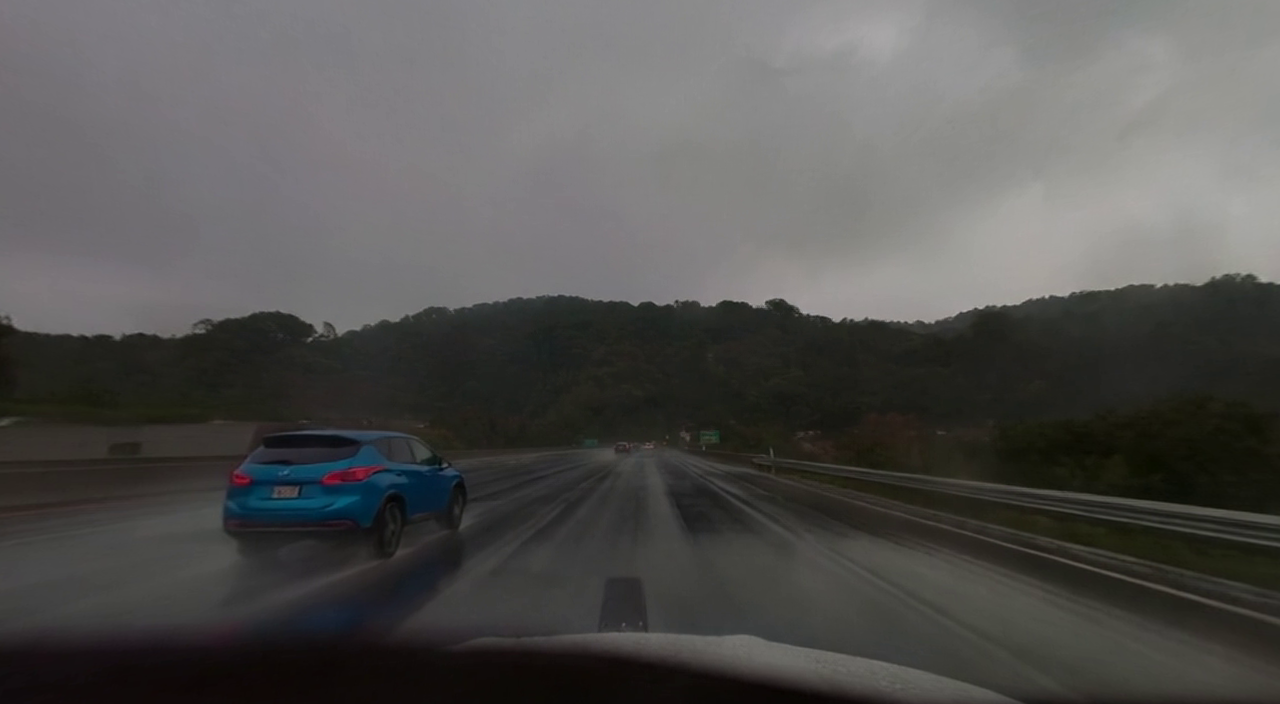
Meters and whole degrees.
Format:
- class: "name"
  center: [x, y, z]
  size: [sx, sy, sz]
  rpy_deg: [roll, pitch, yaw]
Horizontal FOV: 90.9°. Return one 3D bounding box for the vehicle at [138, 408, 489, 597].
- class: "vehicle"
  center: [-3.424, 1.656, 7.813]
  size: [1.983, 1.663, 4.290]
  rpy_deg: [0, -9, 1]
